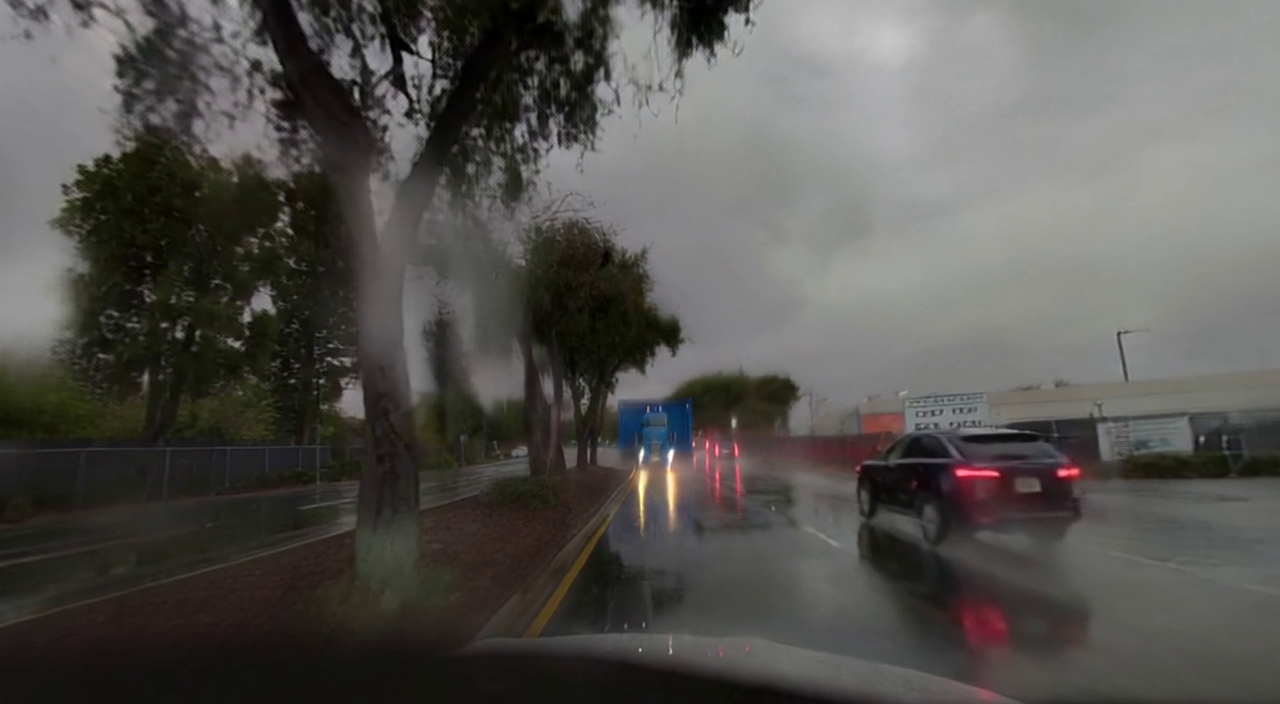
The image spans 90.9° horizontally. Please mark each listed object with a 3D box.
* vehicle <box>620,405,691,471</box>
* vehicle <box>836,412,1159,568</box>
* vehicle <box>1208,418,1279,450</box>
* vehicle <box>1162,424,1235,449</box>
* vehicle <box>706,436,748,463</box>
[{"bbox_3d":[0.797,4.424,32.326,3.197,2.963,7.055,0,-8,2],"label":"vehicle"},{"bbox_3d":[4.555,1.811,9.102,2.076,1.661,4.524,0,-8,1],"label":"vehicle"},{"bbox_3d":[37.495,5.015,38.081,2.389,1.806,5.792,-3,-9,18],"label":"vehicle"},{"bbox_3d":[44.083,6.686,49.914,2.050,1.801,5.143,-5,-8,15],"label":"vehicle"},{"bbox_3d":[5.694,6.421,41.670,2.151,1.662,4.543,0,-8,1],"label":"vehicle"}]
